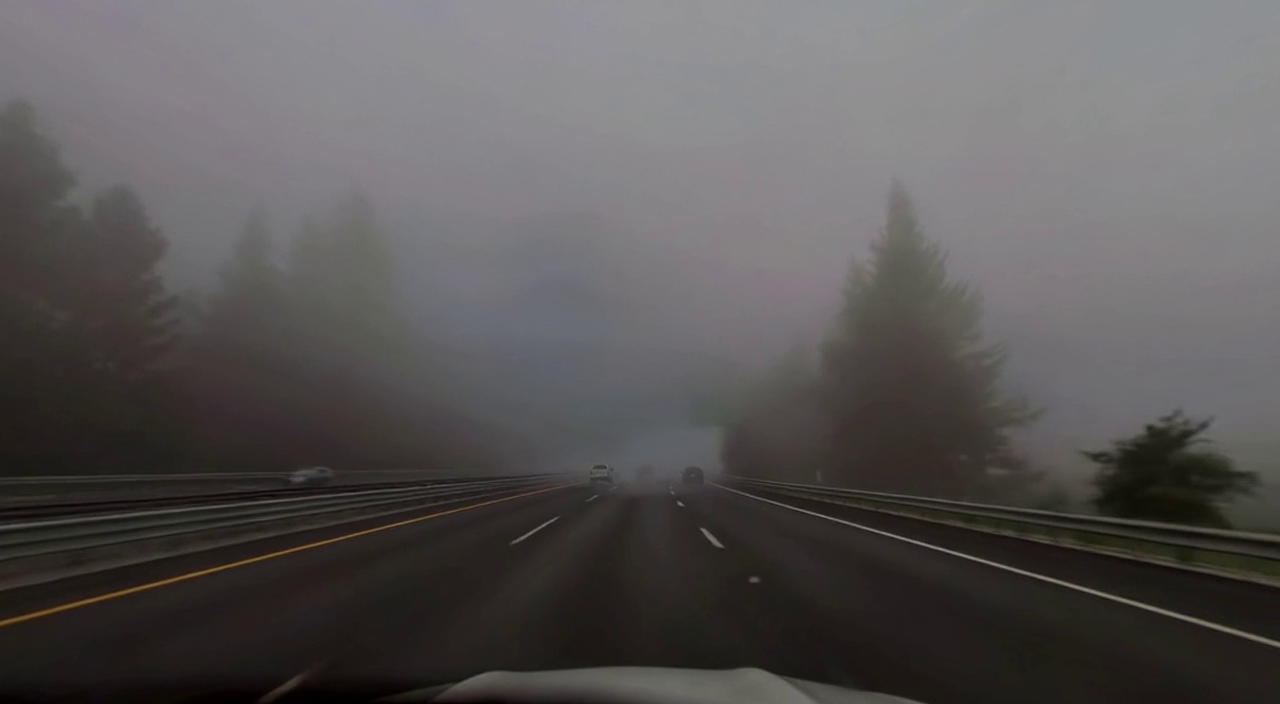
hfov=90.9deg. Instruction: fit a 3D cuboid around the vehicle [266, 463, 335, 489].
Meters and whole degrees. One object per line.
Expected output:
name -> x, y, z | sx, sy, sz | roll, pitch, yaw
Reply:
vehicle -> -20.572, 7.533, 38.396 | 1.743, 1.430, 4.086 | 0, -11, 2
